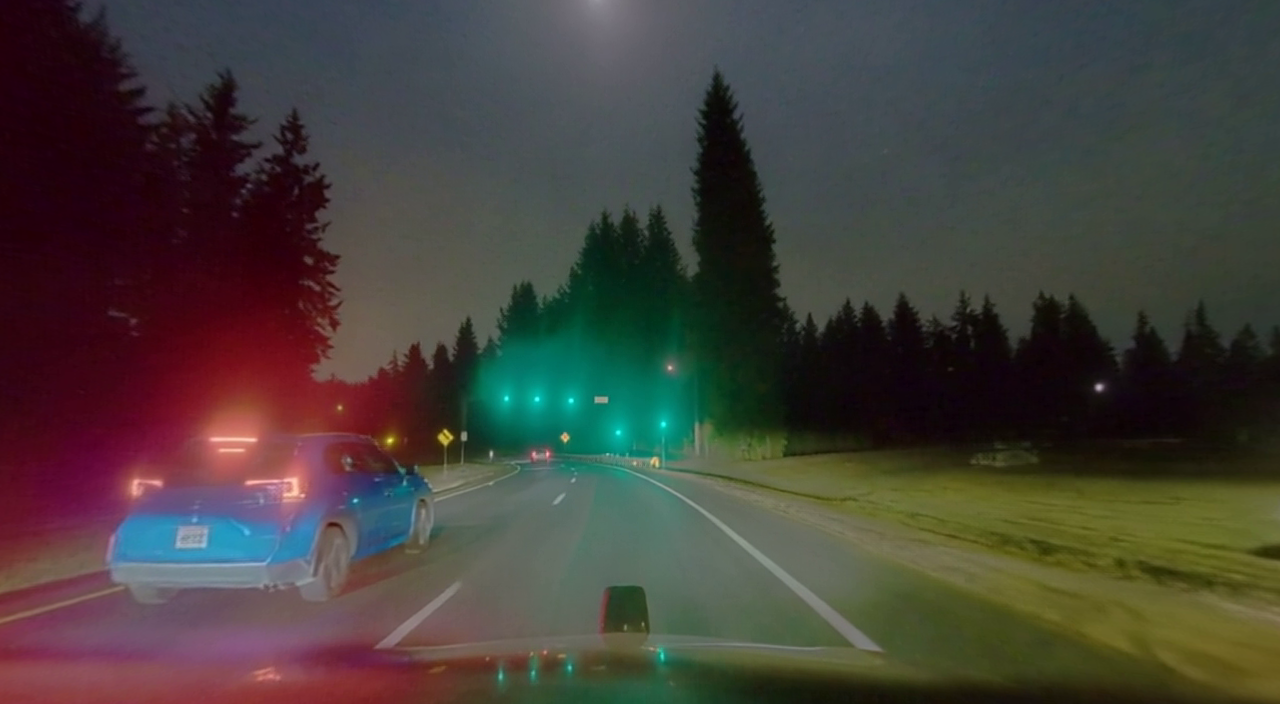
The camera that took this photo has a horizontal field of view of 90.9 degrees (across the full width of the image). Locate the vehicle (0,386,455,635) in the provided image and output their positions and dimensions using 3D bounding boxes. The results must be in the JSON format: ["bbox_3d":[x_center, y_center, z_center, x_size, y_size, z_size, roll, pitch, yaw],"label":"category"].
[{"bbox_3d":[-4.032,1.550,7.302,2.336,1.857,4.986,0,-8,-1],"label":"vehicle"}]

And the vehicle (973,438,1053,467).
[{"bbox_3d":[20.942,5.630,35.329,4.141,1.451,1.720,2,-10,-26],"label":"vehicle"}]
